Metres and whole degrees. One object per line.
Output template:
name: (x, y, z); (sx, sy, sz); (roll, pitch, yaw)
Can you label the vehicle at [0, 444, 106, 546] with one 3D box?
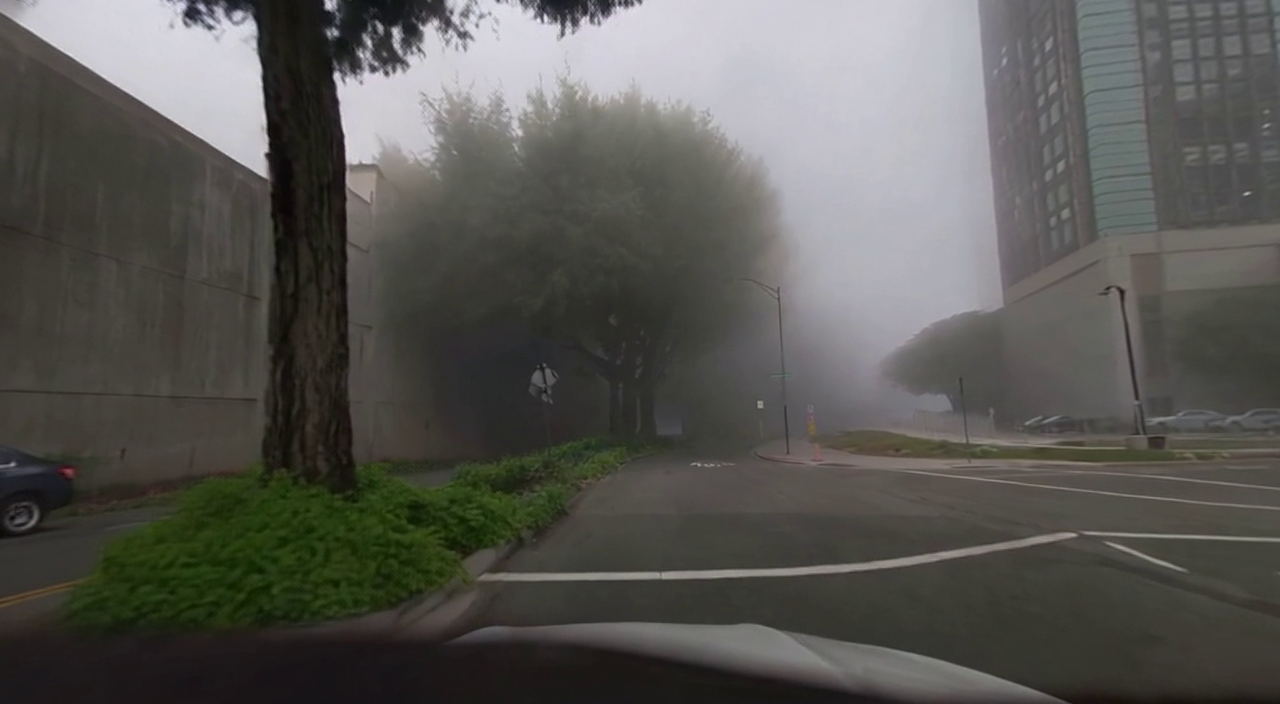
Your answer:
vehicle: (-11.105, 2.073, 9.204); (4.694, 1.447, 2.137); (5, -10, -31)
